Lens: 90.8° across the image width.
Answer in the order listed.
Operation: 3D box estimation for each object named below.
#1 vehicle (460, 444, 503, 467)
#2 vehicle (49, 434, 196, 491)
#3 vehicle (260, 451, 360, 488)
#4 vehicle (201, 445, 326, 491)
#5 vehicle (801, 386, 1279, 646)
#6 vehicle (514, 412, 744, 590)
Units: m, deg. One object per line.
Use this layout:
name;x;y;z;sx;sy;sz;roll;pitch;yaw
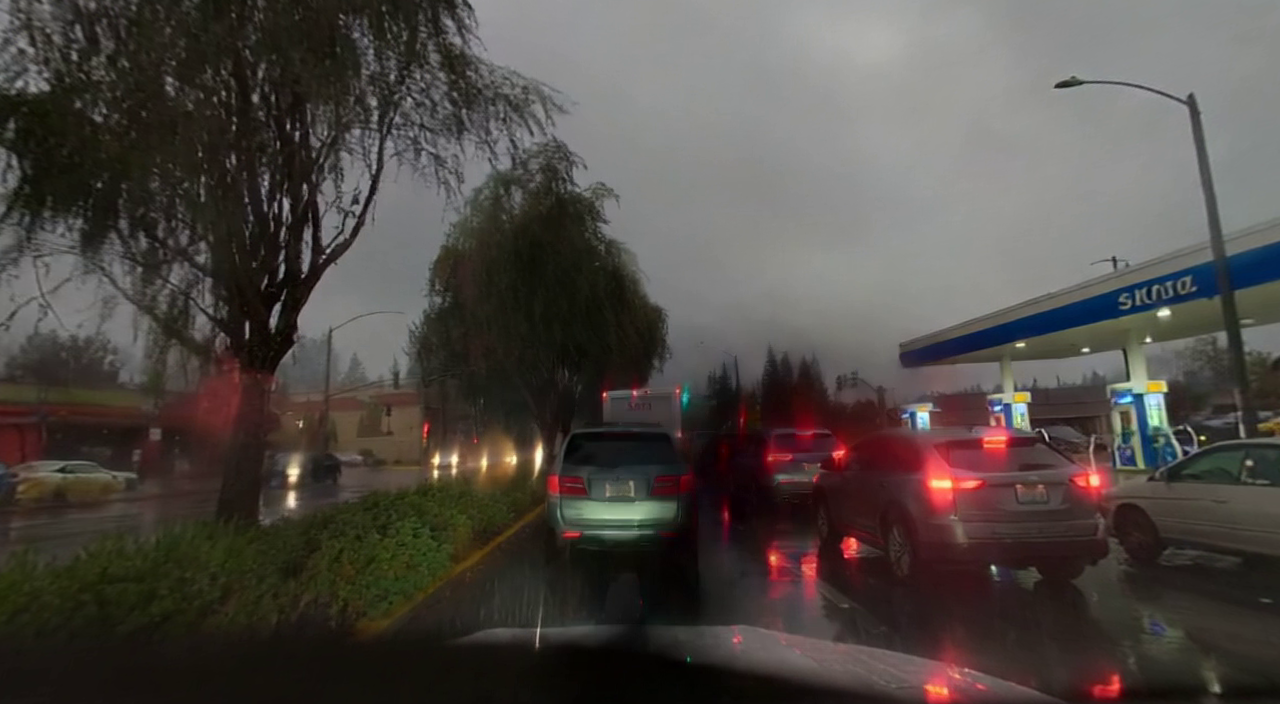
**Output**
vehicle;-11.427;7.494;45.860;1.955;1.546;4.232;-1;-9;1
vehicle;-26.938;5.753;33.317;2.571;2.711;6.027;0;-9;-1
vehicle;-14.854;5.281;28.758;2.011;1.465;4.528;-1;-9;1
vehicle;-17.839;5.472;30.396;2.325;1.938;5.913;0;-9;0
vehicle;3.360;1.411;6.476;2.056;1.700;4.399;0;-9;-3
vehicle;-0.141;1.651;7.736;2.106;1.613;3.697;0;-9;-1
